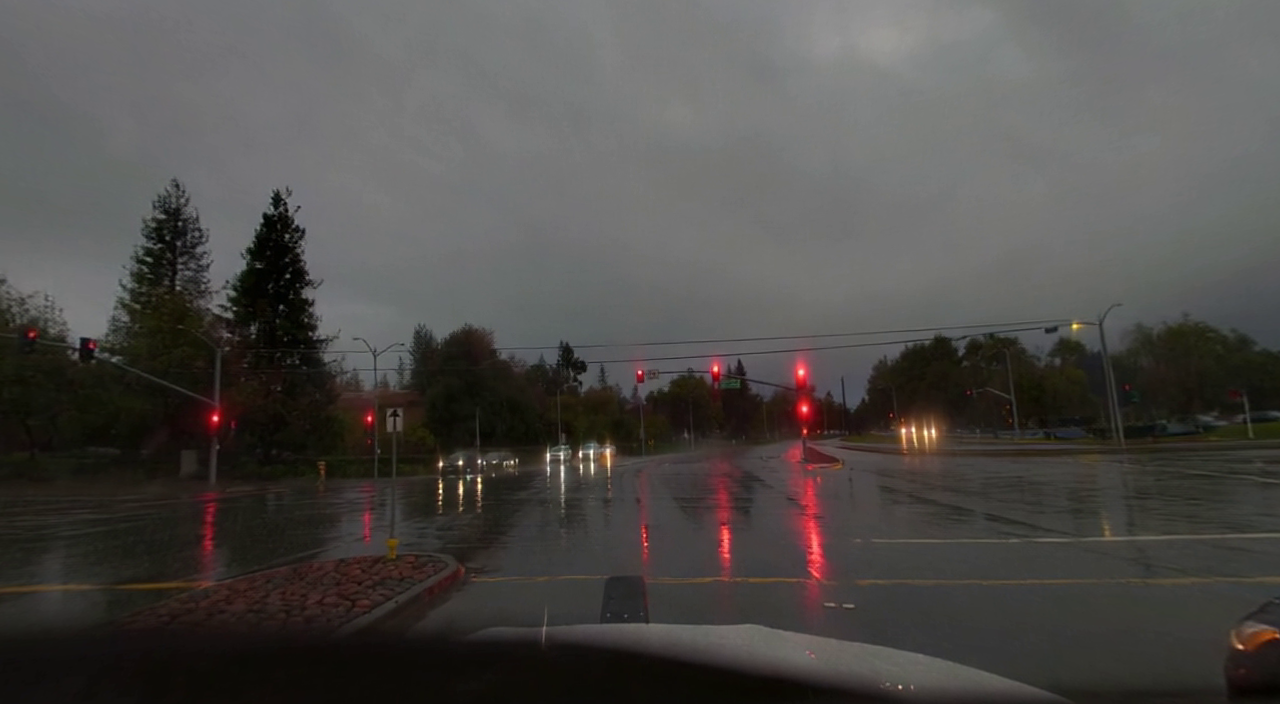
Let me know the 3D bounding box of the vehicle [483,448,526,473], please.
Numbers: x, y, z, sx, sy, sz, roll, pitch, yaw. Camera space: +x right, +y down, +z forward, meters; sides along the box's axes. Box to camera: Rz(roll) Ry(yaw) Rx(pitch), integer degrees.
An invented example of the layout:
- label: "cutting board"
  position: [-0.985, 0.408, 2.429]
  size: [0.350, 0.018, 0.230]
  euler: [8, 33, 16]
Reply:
- label: "vehicle"
  position: [-9.805, 7.845, 45.934]
  size: [2.064, 1.725, 4.243]
  euler: [0, -9, 1]

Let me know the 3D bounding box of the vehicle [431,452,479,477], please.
- label: "vehicle"
  position: [-13.427, 8.169, 45.984]
  size: [2.101, 1.637, 4.304]
  euler: [0, -9, 1]

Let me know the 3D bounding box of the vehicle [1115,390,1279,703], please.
- label: "vehicle"
  position: [3.056, 0.616, 0.438]
  size: [1.978, 1.468, 4.544]
  euler: [0, -9, 1]

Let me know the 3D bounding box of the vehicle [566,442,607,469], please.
- label: "vehicle"
  position: [-3.608, 7.122, 43.501]
  size: [2.215, 1.732, 4.684]
  euler: [-1, -9, 3]

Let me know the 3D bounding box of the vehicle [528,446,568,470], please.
- label: "vehicle"
  position: [-6.584, 7.618, 45.508]
  size: [2.126, 1.657, 4.307]
  euler: [-1, -9, 2]
